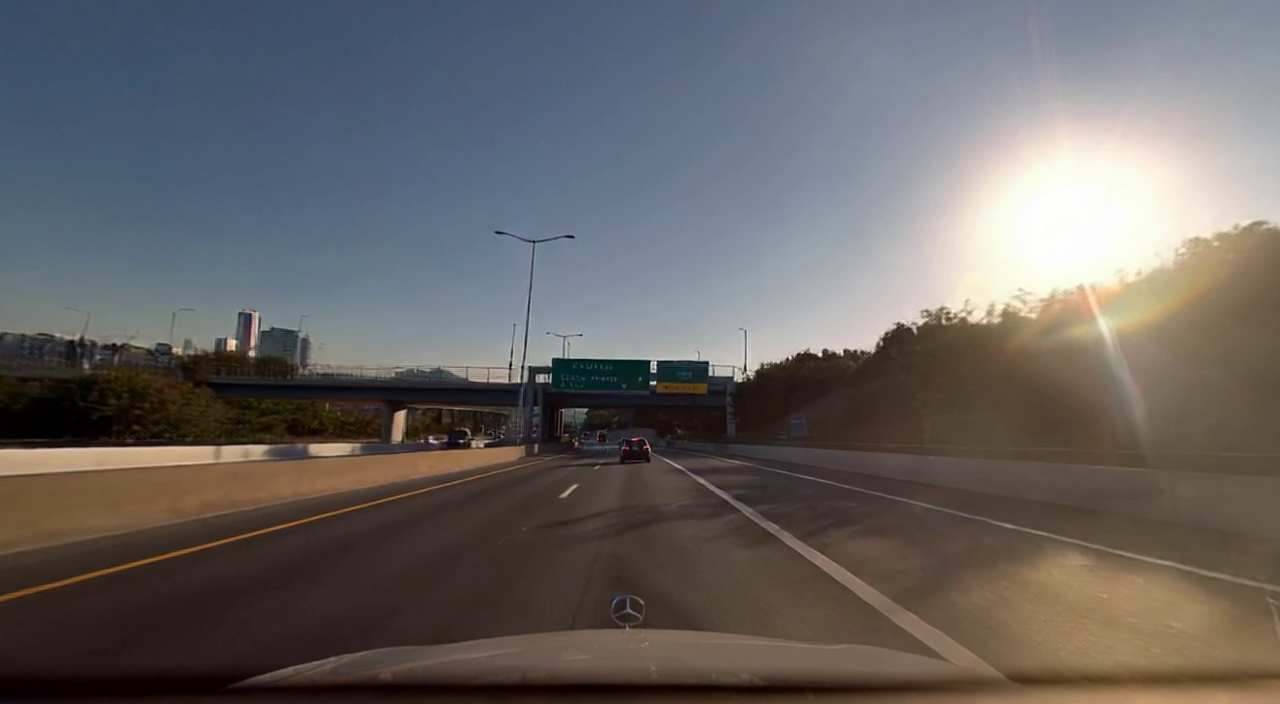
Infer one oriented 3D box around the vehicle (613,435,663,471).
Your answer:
[{"bbox_3d":[-0.080,4.624,29.102,2.130,1.512,4.057,0,-8,0],"label":"vehicle"}]
